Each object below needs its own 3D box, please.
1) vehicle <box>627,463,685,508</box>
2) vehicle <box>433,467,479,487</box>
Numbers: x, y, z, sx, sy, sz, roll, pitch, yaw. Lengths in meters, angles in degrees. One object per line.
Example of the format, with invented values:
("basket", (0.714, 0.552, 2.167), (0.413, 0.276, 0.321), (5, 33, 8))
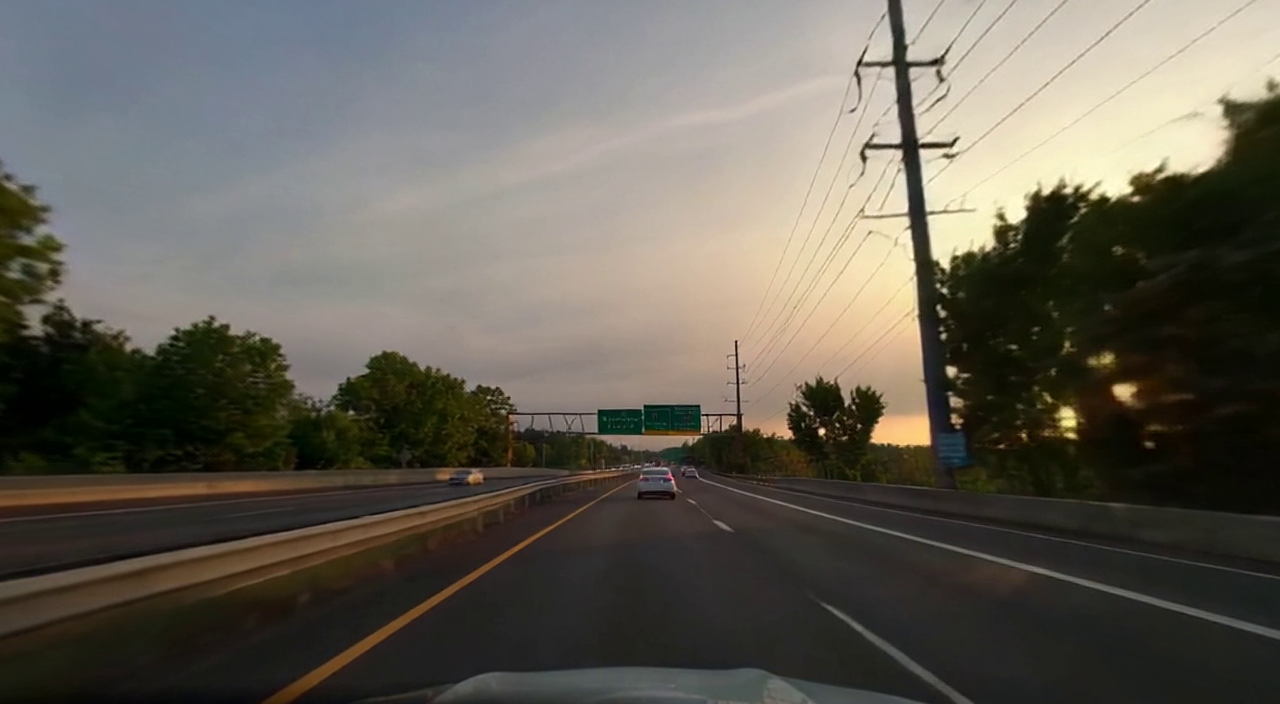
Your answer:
("vehicle", (0.560, 4.917, 23.519), (1.987, 1.480, 3.786), (1, -10, 0))
("vehicle", (-14.267, 9.729, 49.144), (1.980, 1.476, 4.619), (0, -10, 3))
